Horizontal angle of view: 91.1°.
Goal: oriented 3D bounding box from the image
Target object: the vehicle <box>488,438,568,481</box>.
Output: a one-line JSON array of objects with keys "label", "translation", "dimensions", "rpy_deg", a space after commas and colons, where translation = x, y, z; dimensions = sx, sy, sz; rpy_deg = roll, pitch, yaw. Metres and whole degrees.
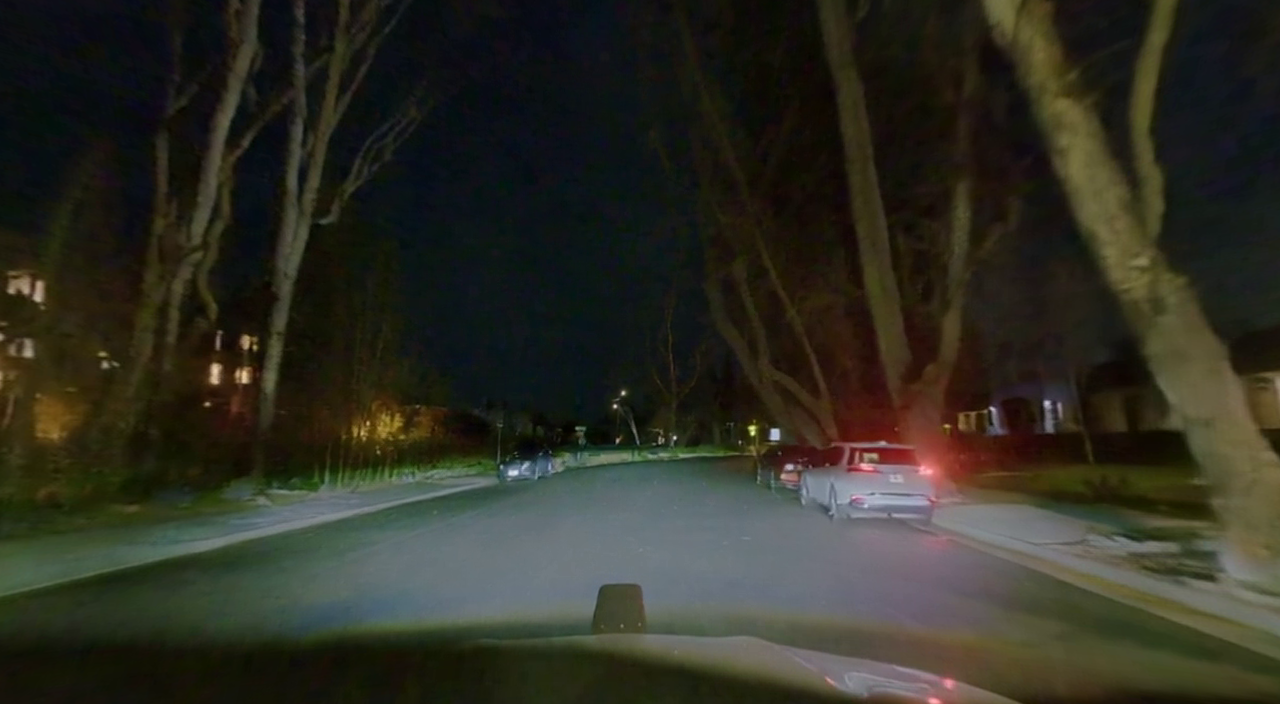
[{"label": "vehicle", "translation": [-4.561, 4.529, 26.286], "dimensions": [1.943, 1.433, 4.717], "rpy_deg": [-6, -11, 6]}]

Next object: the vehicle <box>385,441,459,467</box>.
[{"label": "vehicle", "translation": [-16.758, 7.872, 48.397], "dimensions": [4.879, 1.867, 2.234], "rpy_deg": [1, -8, -4]}]

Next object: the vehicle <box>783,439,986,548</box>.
[{"label": "vehicle", "translation": [3.829, 2.234, 10.895], "dimensions": [2.088, 1.429, 4.796], "rpy_deg": [-1, -8, 7]}]
